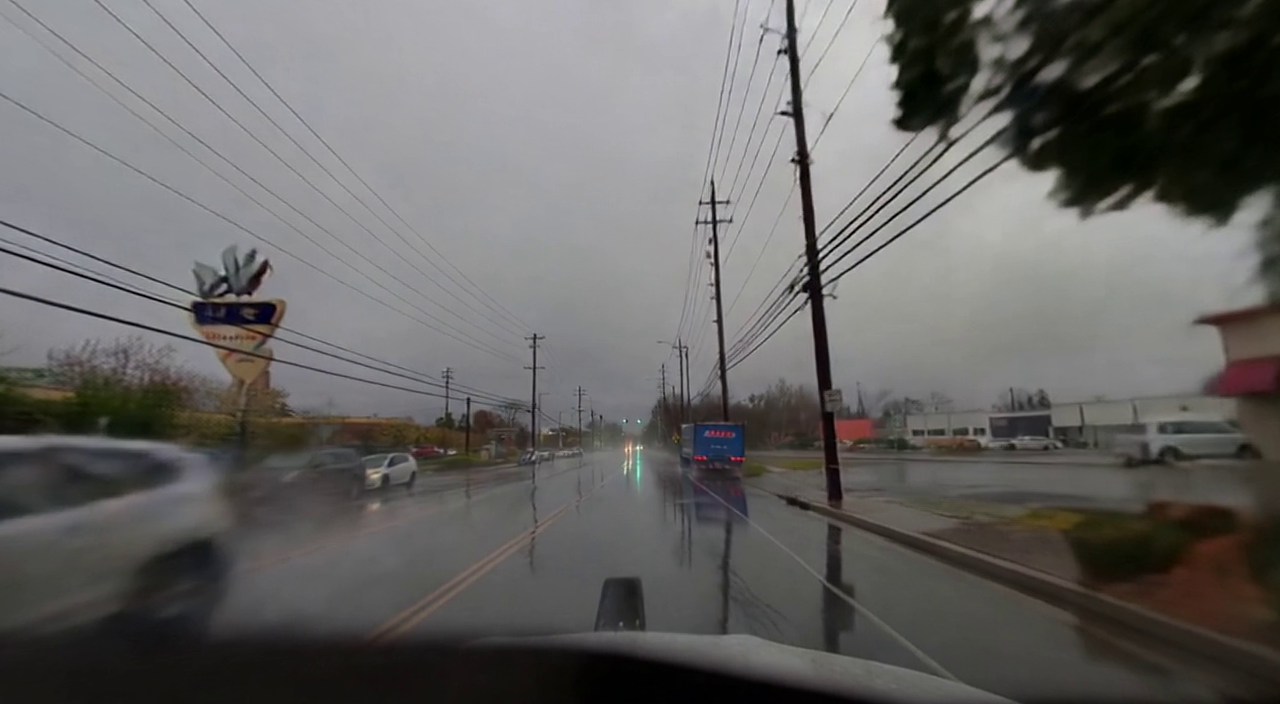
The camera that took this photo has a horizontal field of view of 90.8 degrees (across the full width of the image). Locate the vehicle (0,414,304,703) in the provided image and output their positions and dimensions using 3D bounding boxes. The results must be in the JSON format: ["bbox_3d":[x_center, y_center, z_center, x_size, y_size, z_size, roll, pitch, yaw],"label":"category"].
[{"bbox_3d":[-3.992,1.138,3.441,2.042,1.530,3.980,0,-9,1],"label":"vehicle"}]

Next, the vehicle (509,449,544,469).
[{"bbox_3d":[-8.582,8.145,48.240,1.939,1.480,4.632,0,-9,-2],"label":"vehicle"}]

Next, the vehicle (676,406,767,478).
[{"bbox_3d":[3.809,4.649,32.291,3.168,3.106,9.350,0,-9,-2],"label":"vehicle"}]
